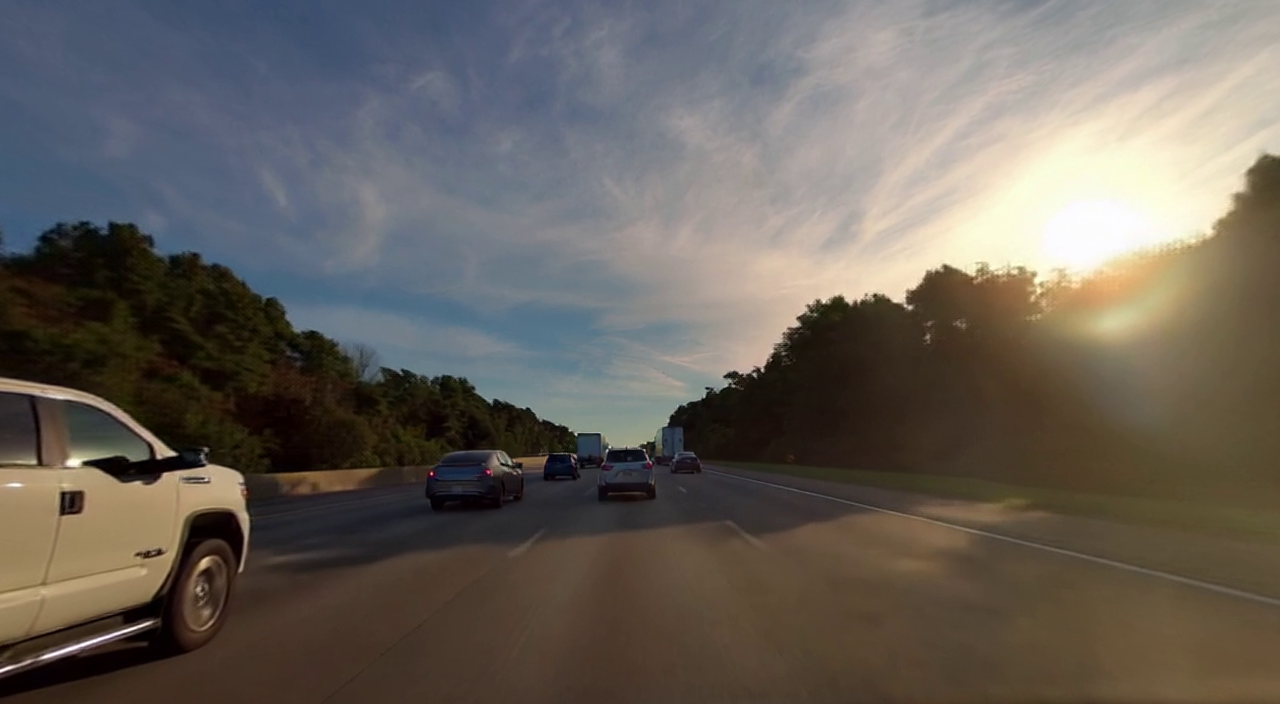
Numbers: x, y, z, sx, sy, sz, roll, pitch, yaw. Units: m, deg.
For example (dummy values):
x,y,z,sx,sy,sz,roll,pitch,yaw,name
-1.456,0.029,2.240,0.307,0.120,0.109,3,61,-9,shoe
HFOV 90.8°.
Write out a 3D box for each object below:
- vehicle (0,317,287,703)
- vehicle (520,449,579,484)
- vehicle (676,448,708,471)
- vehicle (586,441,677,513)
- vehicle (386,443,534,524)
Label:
x,y,z,sx,sy,sz,roll,pitch,yaw,name
-3.938,0.747,2.416,2.243,1.889,4.949,0,-9,0,vehicle
-4.012,5.172,28.760,1.999,1.484,4.269,0,-9,1,vehicle
3.660,7.688,45.114,1.858,1.537,3.838,0,-9,-2,vehicle
-0.196,3.020,15.630,1.996,1.574,3.426,0,-9,0,vehicle
-3.758,2.829,14.101,1.988,1.501,4.438,0,-9,0,vehicle
